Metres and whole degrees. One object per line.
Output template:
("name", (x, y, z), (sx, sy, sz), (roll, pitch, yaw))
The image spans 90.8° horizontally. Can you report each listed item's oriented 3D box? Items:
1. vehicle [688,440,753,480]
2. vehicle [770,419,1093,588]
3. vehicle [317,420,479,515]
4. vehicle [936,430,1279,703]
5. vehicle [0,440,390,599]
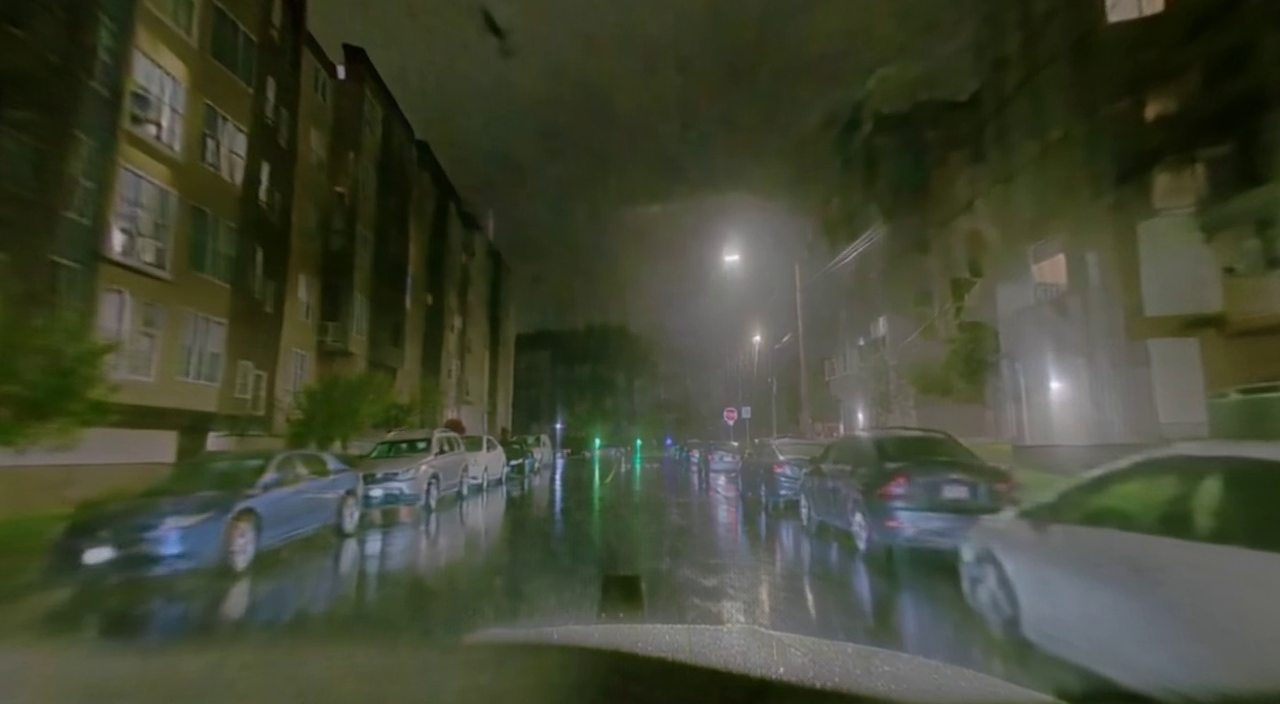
("vehicle", (3.201, 4.370, 25.966), (1.919, 1.490, 4.339), (1, -8, -2))
("vehicle", (3.202, 1.731, 8.135), (2.099, 1.585, 4.208), (0, -8, -1))
("vehicle", (-5.584, 2.705, 15.394), (2.216, 1.953, 4.553), (0, -8, -2))
("vehicle", (3.364, 1.111, 3.063), (1.835, 1.420, 4.186), (0, -8, 0))
("vehicle", (-5.403, 1.955, 8.580), (2.119, 1.500, 4.953), (0, -8, -2))
